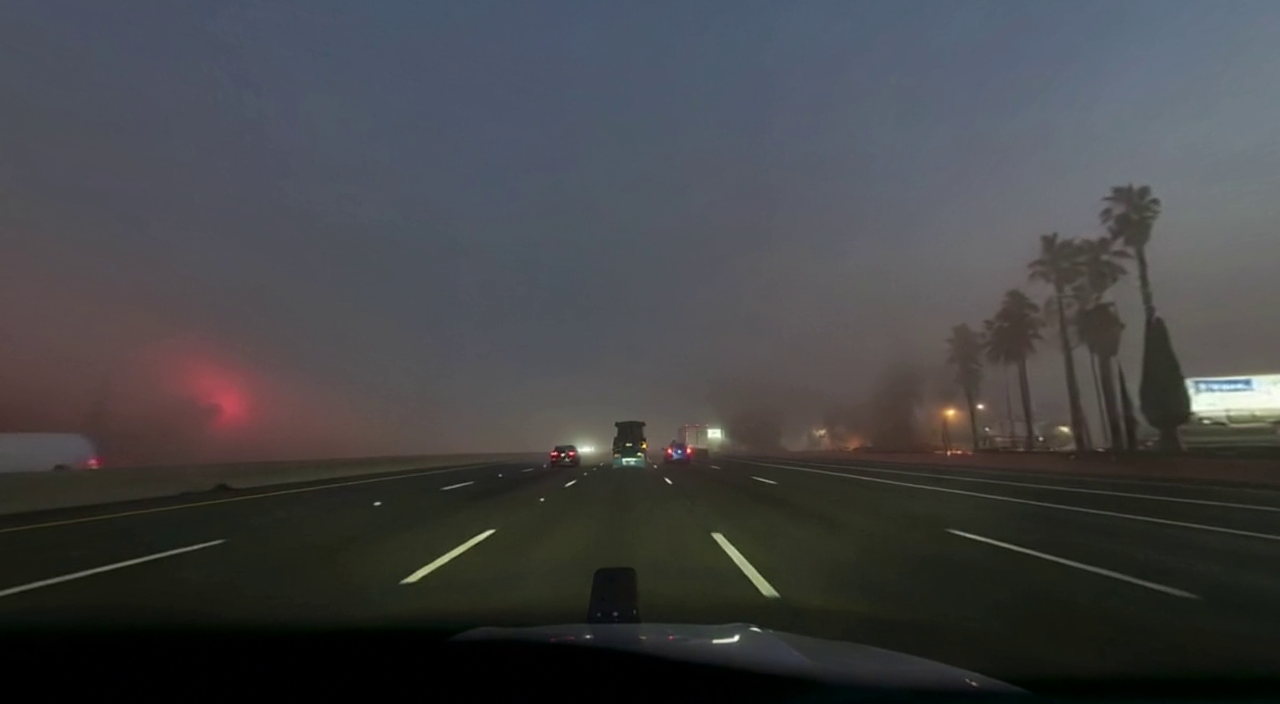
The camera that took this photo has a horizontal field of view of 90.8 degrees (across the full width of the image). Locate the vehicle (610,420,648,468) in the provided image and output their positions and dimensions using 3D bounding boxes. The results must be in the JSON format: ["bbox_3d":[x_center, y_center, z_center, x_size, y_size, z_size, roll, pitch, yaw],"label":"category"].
[{"bbox_3d":[-0.730,6.209,42.675,2.364,2.953,6.495,0,-8,-1],"label":"vehicle"}]

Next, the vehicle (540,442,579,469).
[{"bbox_3d":[-5.152,6.685,40.928,2.021,1.598,4.887,0,-8,-1],"label":"vehicle"}]

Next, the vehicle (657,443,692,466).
[{"bbox_3d":[2.518,7.572,47.043,2.175,1.598,4.584,0,-8,-3],"label":"vehicle"}]

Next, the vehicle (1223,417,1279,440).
[{"bbox_3d":[46.134,5.747,46.928,1.731,1.599,3.847,1,-8,-5],"label":"vehicle"}]
